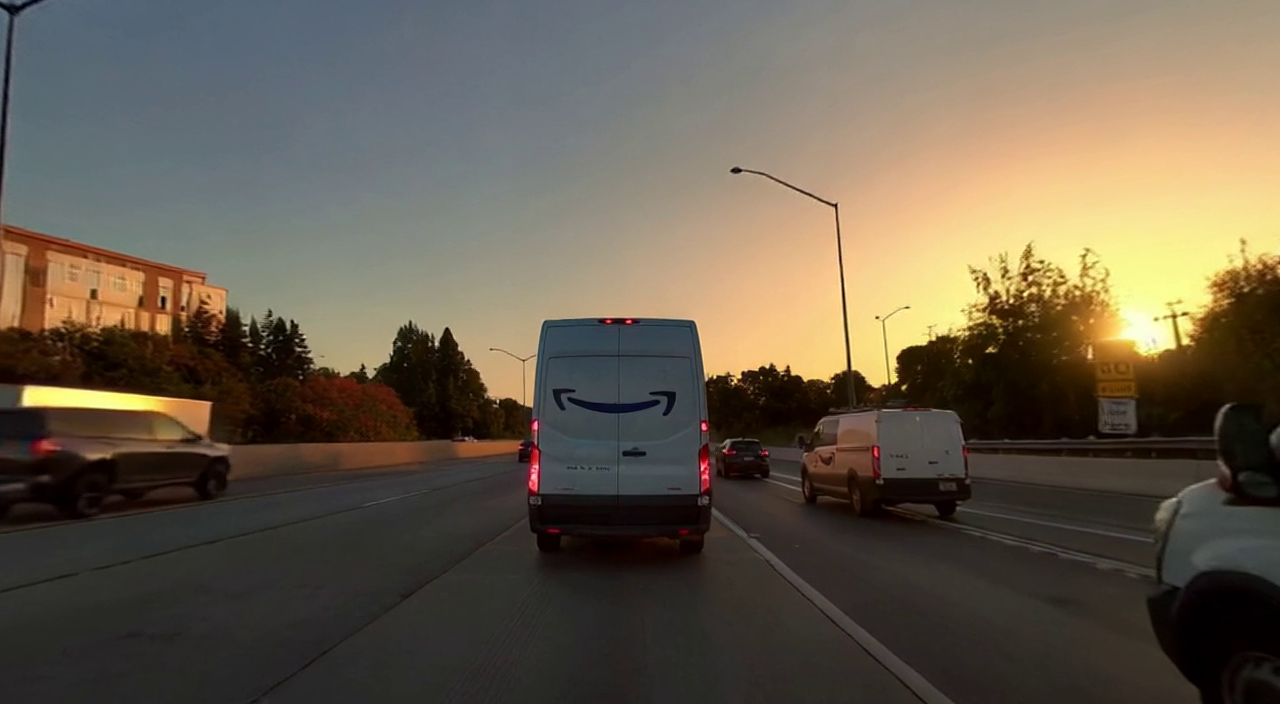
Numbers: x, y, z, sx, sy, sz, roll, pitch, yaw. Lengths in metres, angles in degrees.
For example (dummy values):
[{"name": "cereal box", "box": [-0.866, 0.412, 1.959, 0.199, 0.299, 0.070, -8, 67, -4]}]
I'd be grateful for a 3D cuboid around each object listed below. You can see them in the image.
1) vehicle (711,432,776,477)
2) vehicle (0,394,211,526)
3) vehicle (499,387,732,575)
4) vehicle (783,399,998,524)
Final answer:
[{"name": "vehicle", "box": [4.269, 4.323, 26.693, 2.064, 1.720, 4.416, 0, -8, 0]}, {"name": "vehicle", "box": [-10.378, 1.819, 10.879, 2.232, 1.882, 5.128, 0, -8, 0]}, {"name": "vehicle", "box": [-0.193, 1.588, 8.460, 2.287, 1.823, 4.369, 0, -8, 1]}, {"name": "vehicle", "box": [4.669, 2.172, 12.933, 2.179, 1.999, 5.331, 1, -8, -1]}]
